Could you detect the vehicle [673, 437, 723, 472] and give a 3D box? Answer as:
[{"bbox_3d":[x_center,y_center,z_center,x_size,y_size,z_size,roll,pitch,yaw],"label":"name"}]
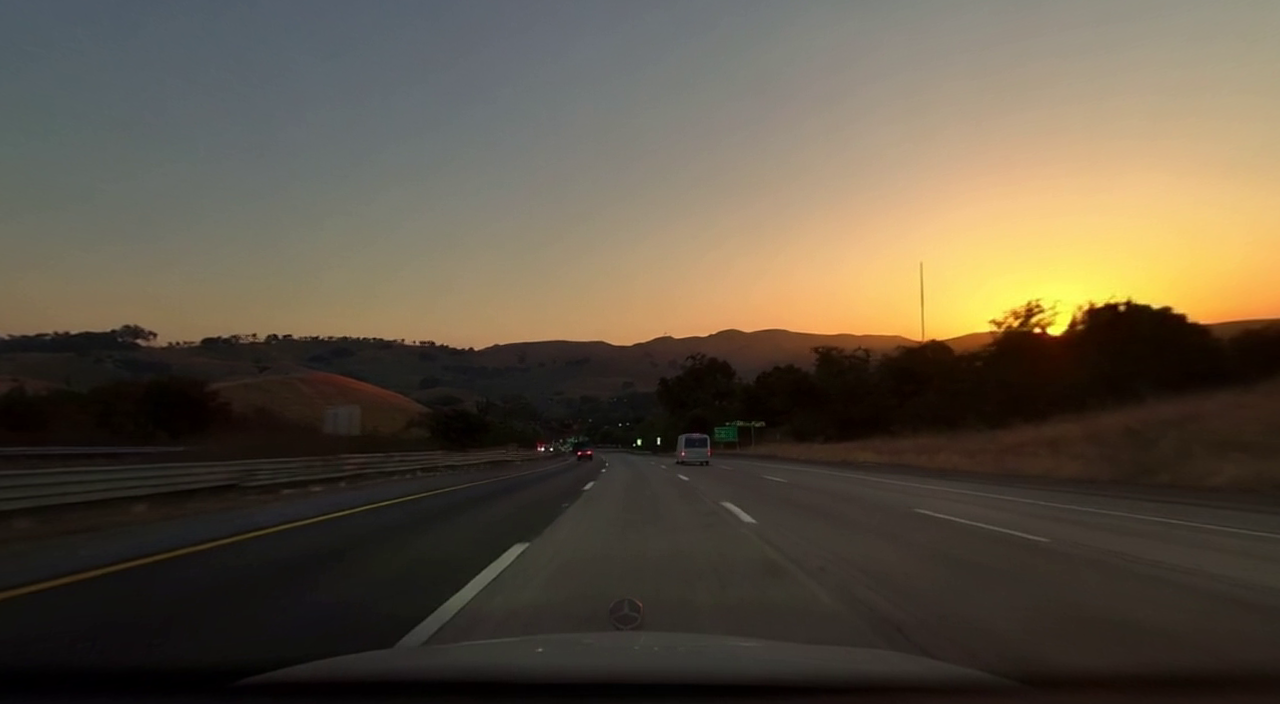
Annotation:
[{"bbox_3d":[3.289,5.924,36.545,2.233,1.861,4.494,1,-8,-3],"label":"vehicle"}]
